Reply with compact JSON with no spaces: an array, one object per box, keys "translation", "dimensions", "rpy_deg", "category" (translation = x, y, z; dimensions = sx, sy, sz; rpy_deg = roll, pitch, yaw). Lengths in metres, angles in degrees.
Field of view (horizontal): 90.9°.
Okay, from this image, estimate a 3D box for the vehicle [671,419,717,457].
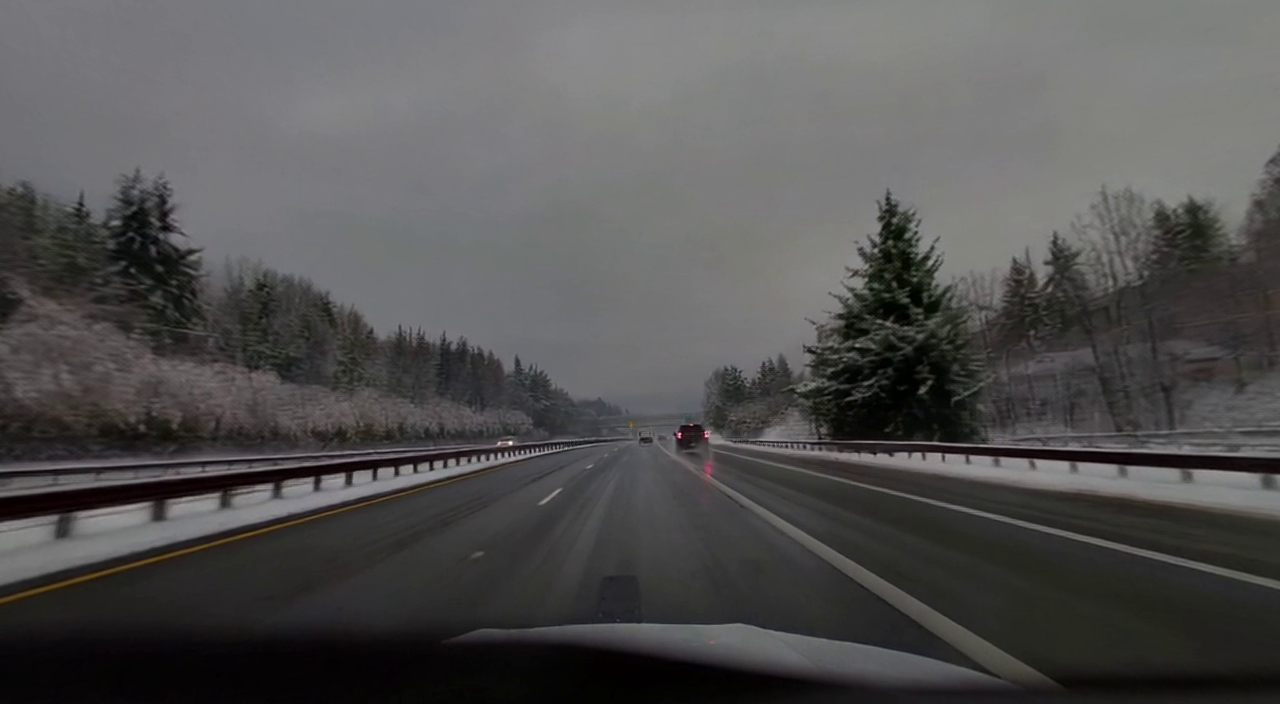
[{"translation":[3.377,5.545,40.633],"dimensions":[2.450,2.314,4.753],"rpy_deg":[0,-8,-1],"category":"vehicle"}]
